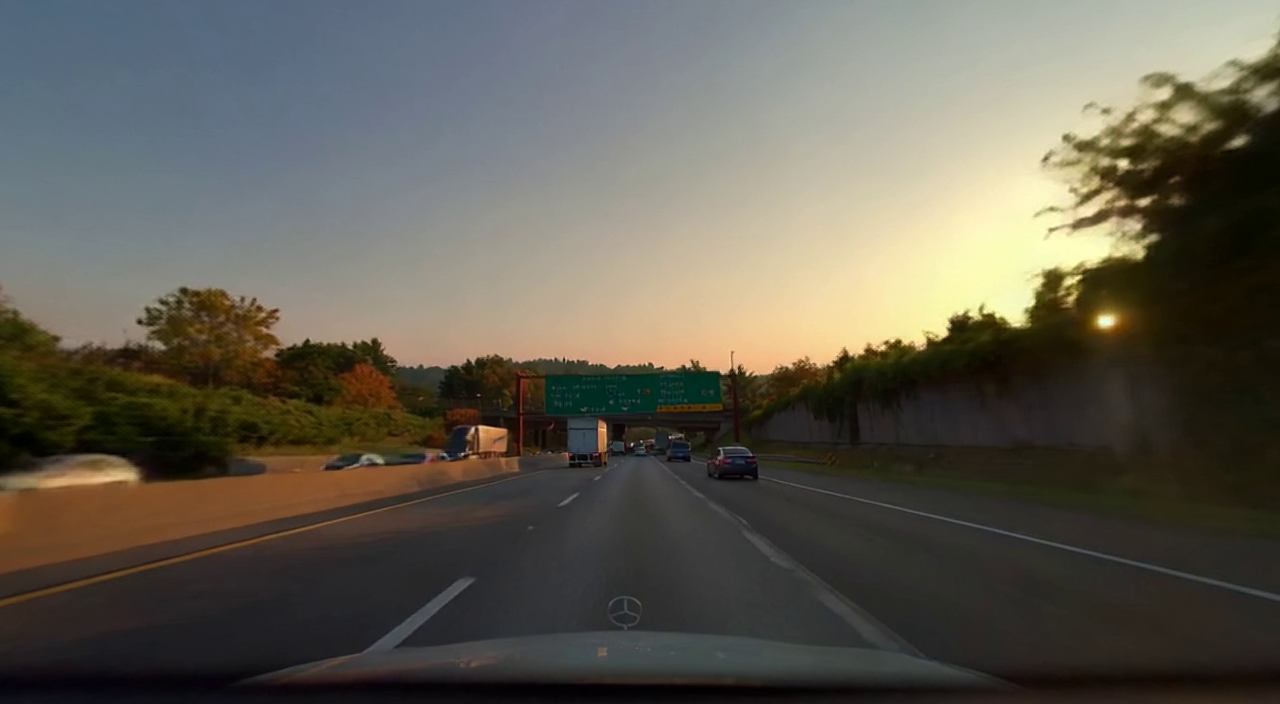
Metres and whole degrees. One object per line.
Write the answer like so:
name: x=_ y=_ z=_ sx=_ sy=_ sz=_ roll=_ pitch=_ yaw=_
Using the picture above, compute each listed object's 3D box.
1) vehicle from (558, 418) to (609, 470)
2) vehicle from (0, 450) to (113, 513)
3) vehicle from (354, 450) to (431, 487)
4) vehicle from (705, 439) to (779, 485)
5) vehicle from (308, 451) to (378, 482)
vehicle: x=-3.669 y=6.255 z=42.524 sx=2.667 sy=3.195 sz=6.731 roll=0 pitch=-9 yaw=1
vehicle: x=-19.266 y=3.946 z=19.525 sx=1.935 sy=1.800 sz=4.470 roll=0 pitch=-9 yaw=0
vehicle: x=-11.367 y=5.345 z=29.300 sx=1.803 sy=1.570 sz=4.402 roll=0 pitch=-9 yaw=0
vehicle: x=3.707 y=4.080 z=23.625 sx=1.983 sy=1.545 sz=4.038 roll=0 pitch=-9 yaw=-1
vehicle: x=-15.612 y=6.020 z=33.391 sx=1.692 sy=1.483 sz=4.077 roll=0 pitch=-9 yaw=0
